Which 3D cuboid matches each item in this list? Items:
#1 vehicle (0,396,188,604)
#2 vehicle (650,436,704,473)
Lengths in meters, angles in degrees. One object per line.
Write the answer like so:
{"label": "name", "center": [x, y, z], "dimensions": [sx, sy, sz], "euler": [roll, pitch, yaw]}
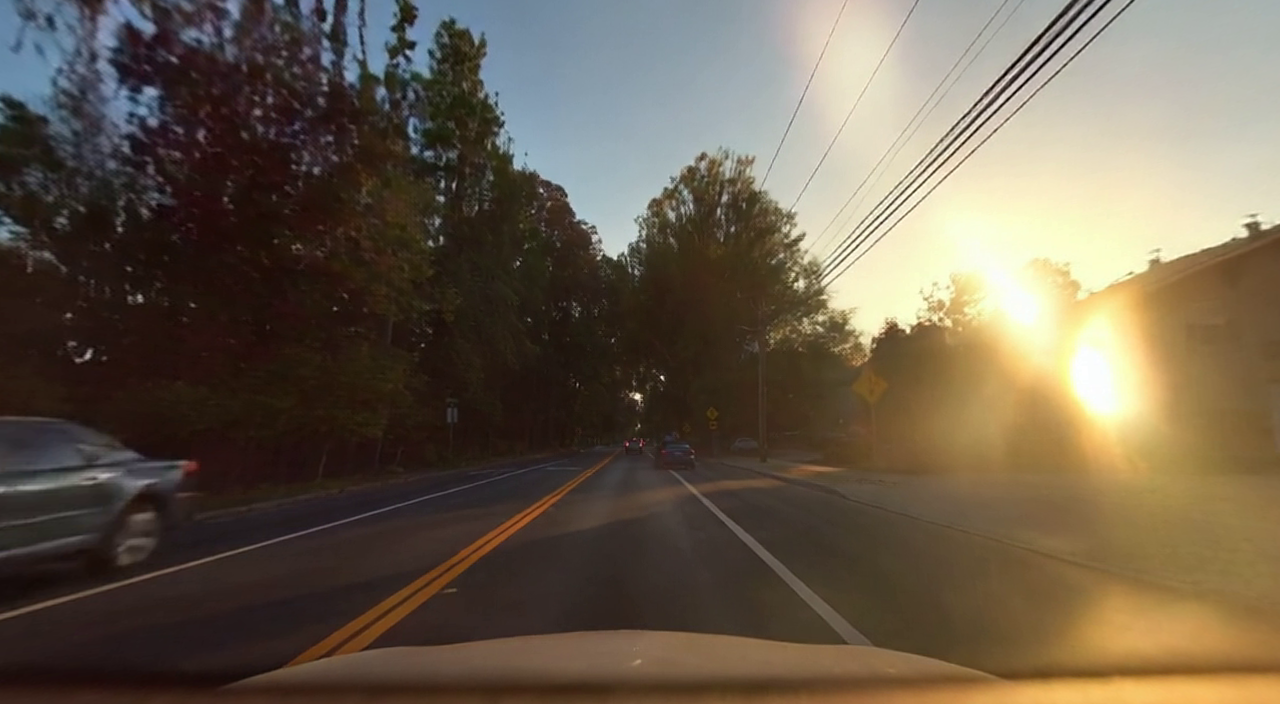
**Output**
{"label": "vehicle", "center": [-6.948, 1.323, 5.606], "dimensions": [2.352, 1.857, 4.690], "euler": [0, -8, -1]}
{"label": "vehicle", "center": [1.521, 4.432, 27.415], "dimensions": [1.975, 1.497, 3.647], "euler": [0, -8, -2]}
